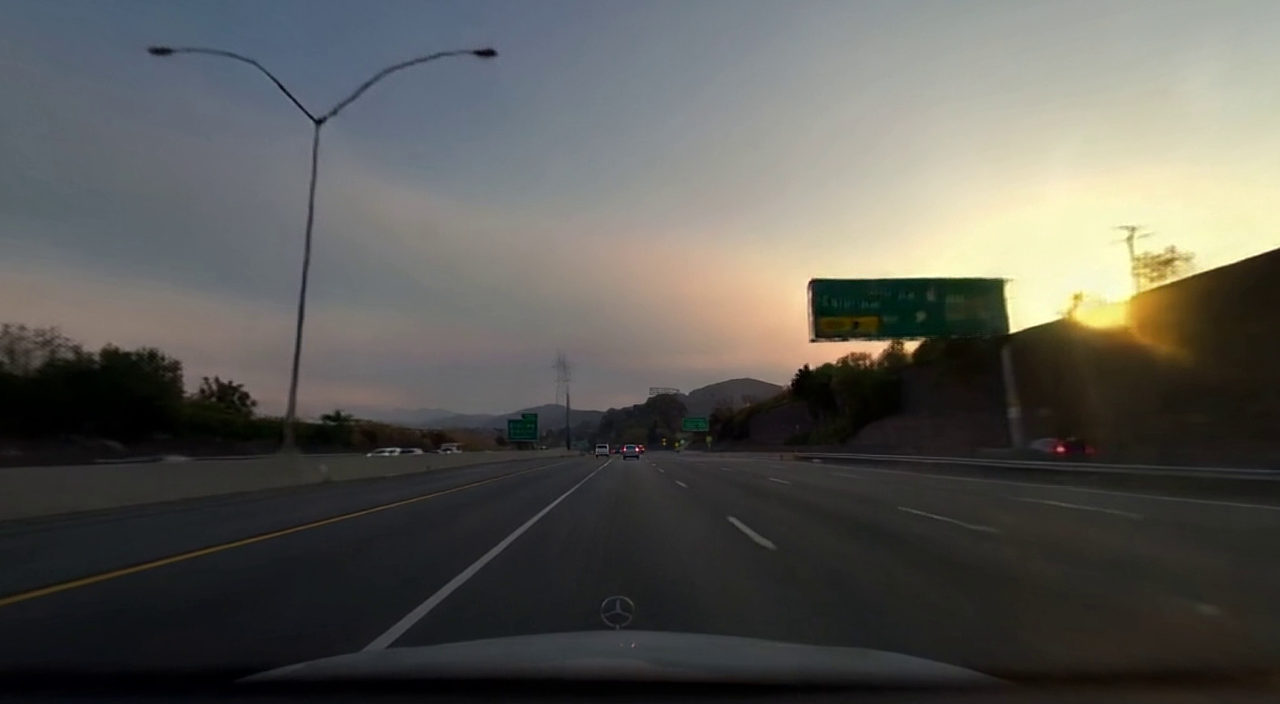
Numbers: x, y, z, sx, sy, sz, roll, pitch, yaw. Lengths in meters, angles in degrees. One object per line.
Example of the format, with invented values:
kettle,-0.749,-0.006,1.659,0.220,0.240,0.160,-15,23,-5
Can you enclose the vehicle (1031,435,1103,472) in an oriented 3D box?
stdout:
vehicle,24.915,5.852,36.714,2.669,1.972,6.141,-7,-11,39
